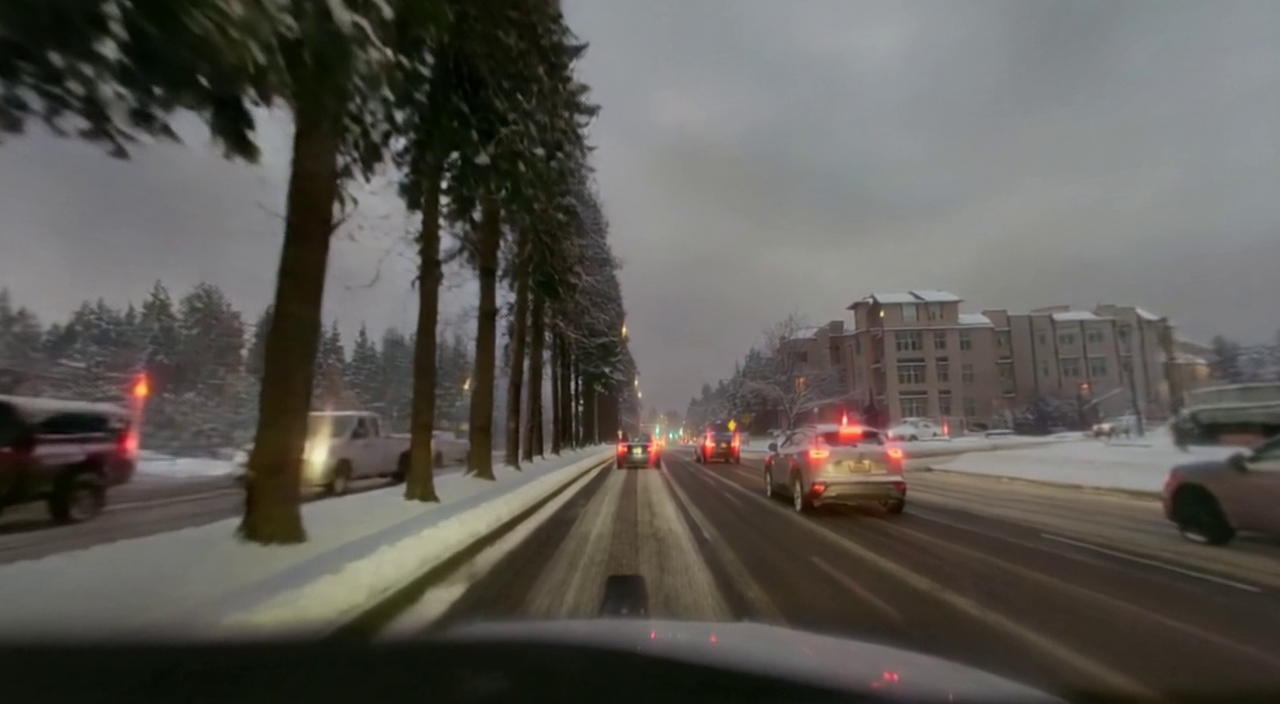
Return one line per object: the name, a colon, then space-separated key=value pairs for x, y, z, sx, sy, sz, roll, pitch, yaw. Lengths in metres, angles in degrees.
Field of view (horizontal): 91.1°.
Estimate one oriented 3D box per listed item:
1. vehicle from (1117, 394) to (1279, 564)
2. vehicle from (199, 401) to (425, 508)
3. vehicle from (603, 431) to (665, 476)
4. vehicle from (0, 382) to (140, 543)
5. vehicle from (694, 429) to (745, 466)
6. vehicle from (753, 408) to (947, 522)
vehicle: x=7.540 y=1.280 z=6.309 sx=2.008 sy=1.714 sz=4.407 roll=0 pitch=-8 yaw=0
vehicle: x=-7.756 y=2.528 z=15.815 sx=2.469 sy=2.200 sz=5.517 roll=0 pitch=-8 yaw=3
vehicle: x=-0.184 y=3.779 z=23.538 sx=2.111 sy=1.506 sz=4.018 roll=0 pitch=-8 yaw=0
vehicle: x=-11.337 y=1.688 z=9.524 sx=2.585 sy=2.507 sz=5.743 roll=0 pitch=-8 yaw=2
vehicle: x=3.944 y=4.852 z=31.945 sx=1.982 sy=1.709 sz=4.427 roll=0 pitch=-8 yaw=-1
vehicle: x=3.589 y=2.041 z=11.775 sx=2.130 sy=1.718 sz=4.310 roll=0 pitch=-8 yaw=0
